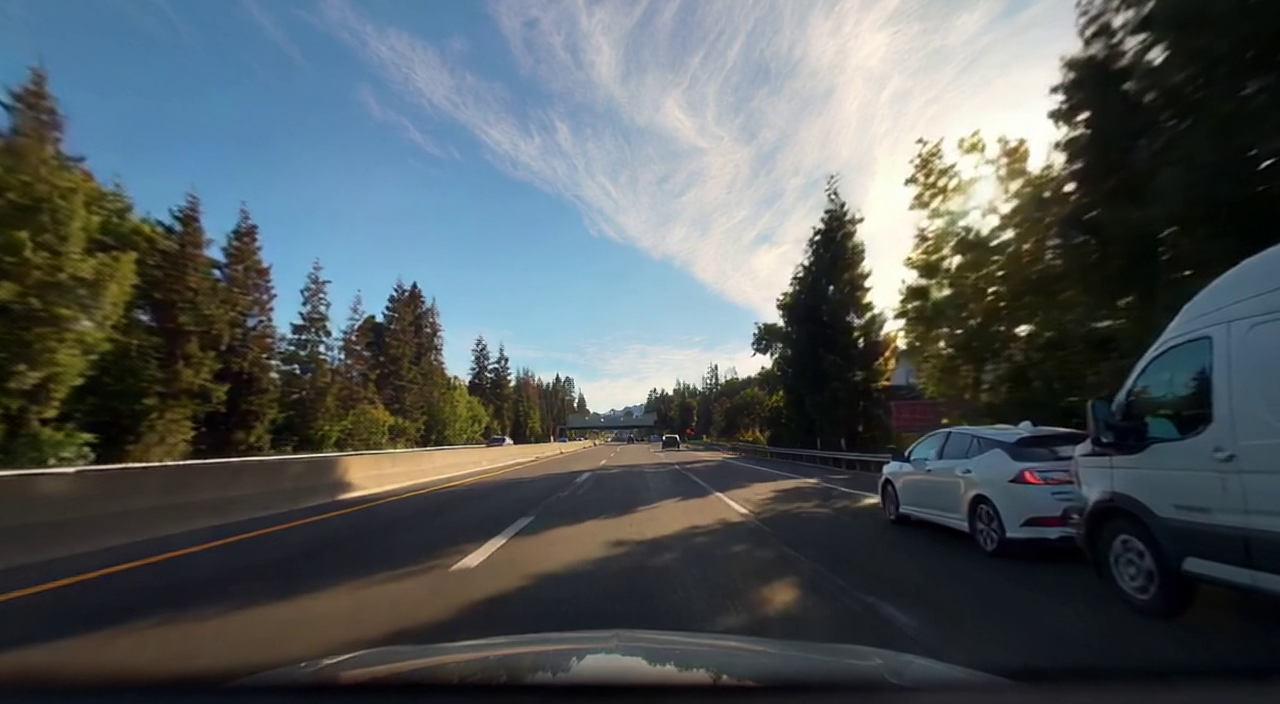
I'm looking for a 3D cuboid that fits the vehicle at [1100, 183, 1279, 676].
[{"bbox_3d":[4.581,0.282,2.407,2.370,2.579,4.127,0,-8,-1],"label":"vehicle"}]

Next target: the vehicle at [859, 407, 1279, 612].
[{"bbox_3d":[4.454,1.544,7.303,2.095,1.587,4.638,0,-8,-1],"label":"vehicle"}]
